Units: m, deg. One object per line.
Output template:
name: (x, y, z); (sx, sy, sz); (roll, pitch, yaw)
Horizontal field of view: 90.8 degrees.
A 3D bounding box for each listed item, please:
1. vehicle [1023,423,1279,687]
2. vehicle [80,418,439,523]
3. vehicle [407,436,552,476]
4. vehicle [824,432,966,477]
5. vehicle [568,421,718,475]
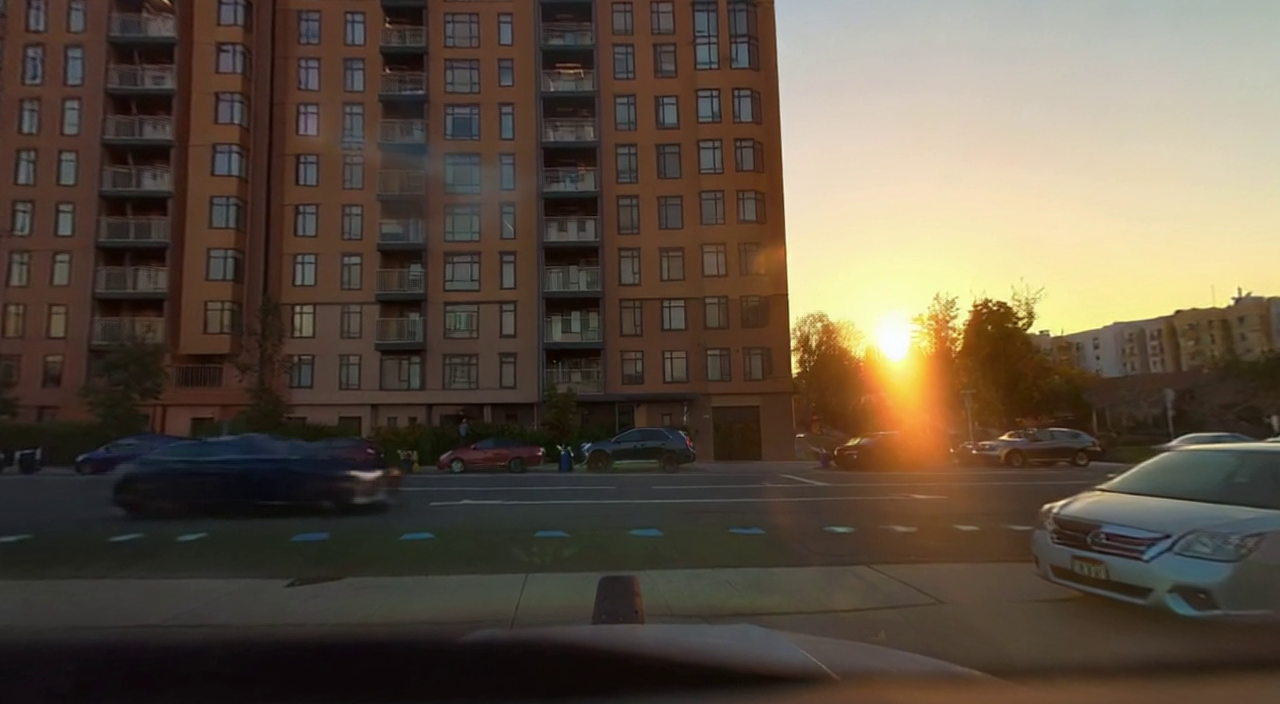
vehicle: (5.909, 1.324, 4.794); (4.714, 1.471, 1.978); (-1, -4, 1)
vehicle: (-5.973, 1.909, 10.467); (4.609, 1.508, 2.039); (0, -8, -1)
vehicle: (-5.769, 3.836, 23.225); (4.851, 1.339, 1.785); (0, -10, -2)
vehicle: (9.448, 3.798, 23.630); (4.521, 1.411, 1.726); (-2, -7, -4)
vehicle: (0.056, 3.579, 23.423); (5.299, 1.860, 2.098); (1, -9, -5)
